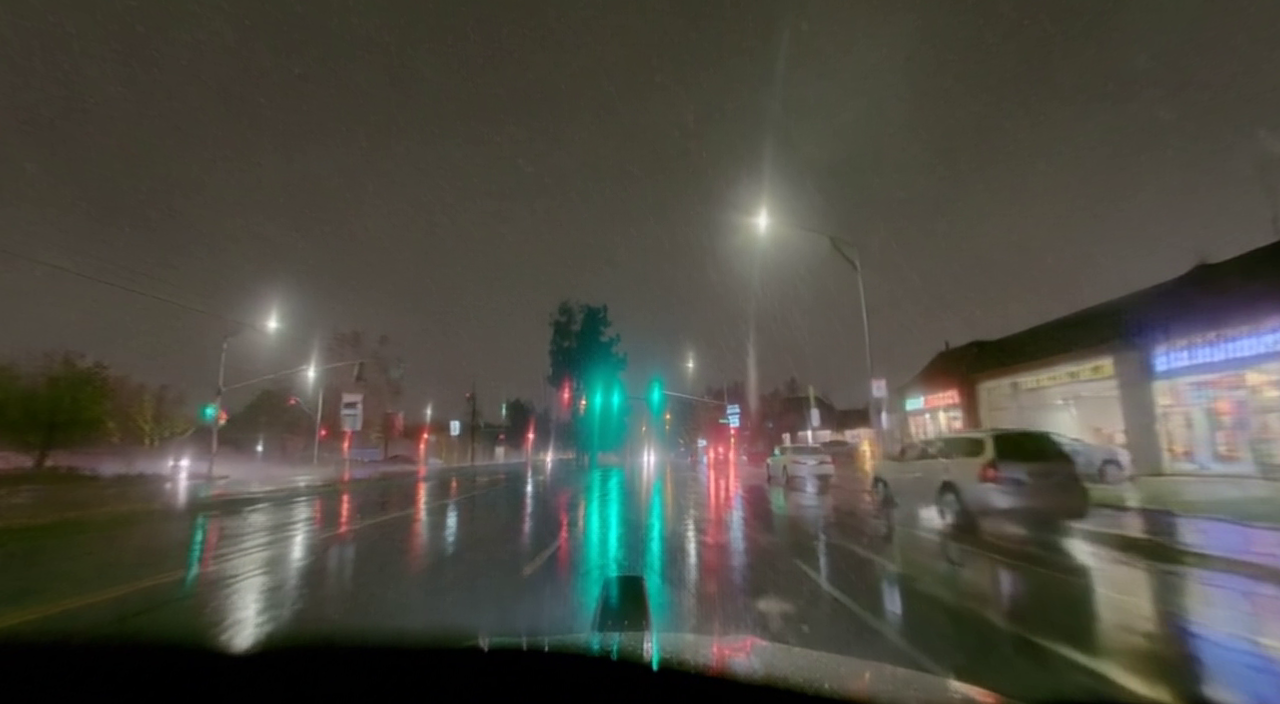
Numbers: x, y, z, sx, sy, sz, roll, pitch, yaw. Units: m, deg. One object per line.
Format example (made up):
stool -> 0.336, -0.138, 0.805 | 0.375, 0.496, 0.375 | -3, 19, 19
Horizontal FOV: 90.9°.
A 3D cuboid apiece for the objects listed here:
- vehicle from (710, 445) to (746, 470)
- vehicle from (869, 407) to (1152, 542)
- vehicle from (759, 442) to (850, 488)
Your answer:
vehicle -> 6.221, 7.523, 45.087 | 1.845, 1.664, 5.285 | 0, -9, 1
vehicle -> 5.917, 2.037, 11.032 | 1.931, 1.814, 4.870 | 0, -9, 0
vehicle -> 6.032, 4.208, 23.760 | 2.057, 1.541, 4.735 | 0, -9, -1
